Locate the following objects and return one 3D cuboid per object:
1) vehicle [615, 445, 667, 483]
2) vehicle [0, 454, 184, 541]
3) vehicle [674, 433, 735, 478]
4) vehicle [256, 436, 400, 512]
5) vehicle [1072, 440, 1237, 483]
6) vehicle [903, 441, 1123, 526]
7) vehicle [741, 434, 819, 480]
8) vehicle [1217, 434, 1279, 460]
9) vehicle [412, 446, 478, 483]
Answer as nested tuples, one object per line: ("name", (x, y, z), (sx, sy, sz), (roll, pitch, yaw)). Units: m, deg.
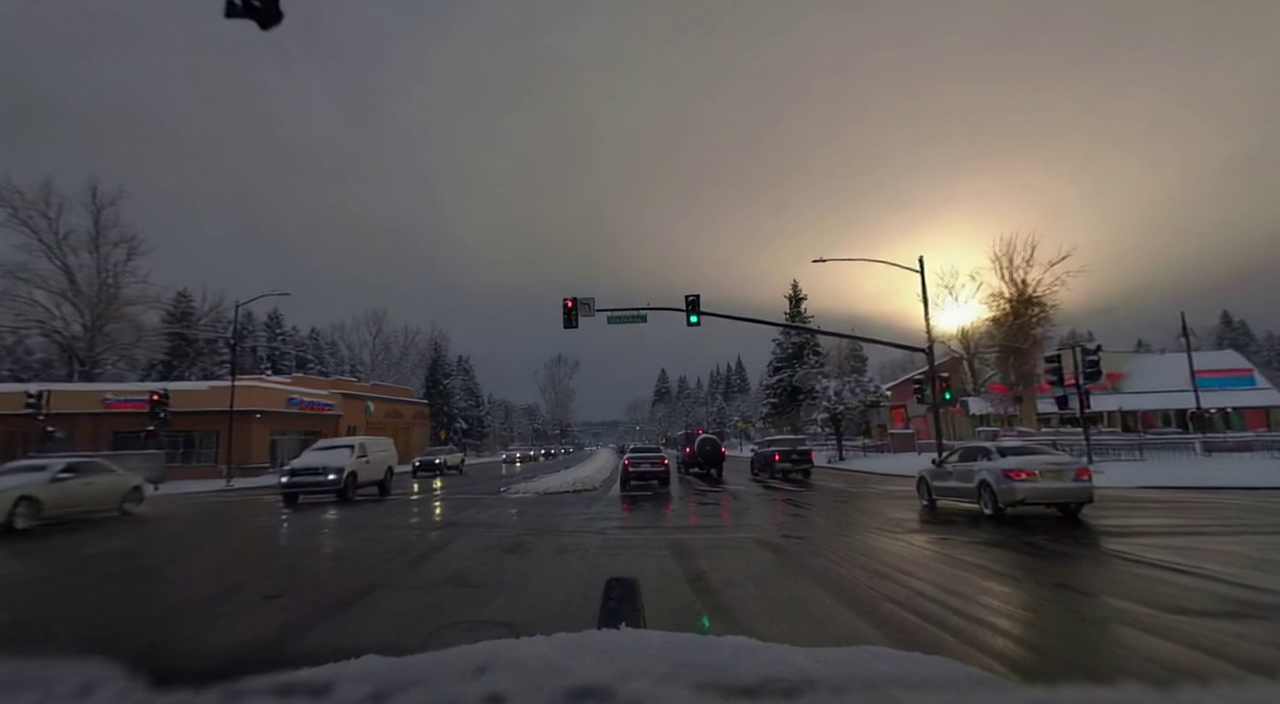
("vehicle", (-0.034, 4.628, 26.338), (2.038, 1.447, 3.756), (0, -8, -2))
("vehicle", (-12.592, 2.993, 13.604), (1.969, 1.486, 4.773), (0, -8, 0))
("vehicle", (3.208, 5.313, 32.690), (2.358, 2.116, 5.328), (0, -8, -3))
("vehicle", (-8.253, 3.210, 17.168), (1.904, 1.789, 4.021), (0, -8, -2))
("vehicle", (18.198, 3.881, 22.474), (4.227, 1.460, 1.777), (0, -8, 2))
("vehicle", (7.624, 2.683, 13.552), (1.905, 1.498, 4.463), (0, -8, -1))
("vehicle", (6.639, 5.046, 30.601), (2.323, 2.009, 5.266), (0, -8, -3))
("vehicle", (35.890, 5.400, 35.893), (4.230, 1.449, 1.782), (0, -8, 0))
("vehicle", (-8.952, 5.171, 29.332), (1.827, 1.602, 4.115), (0, -8, -1))
